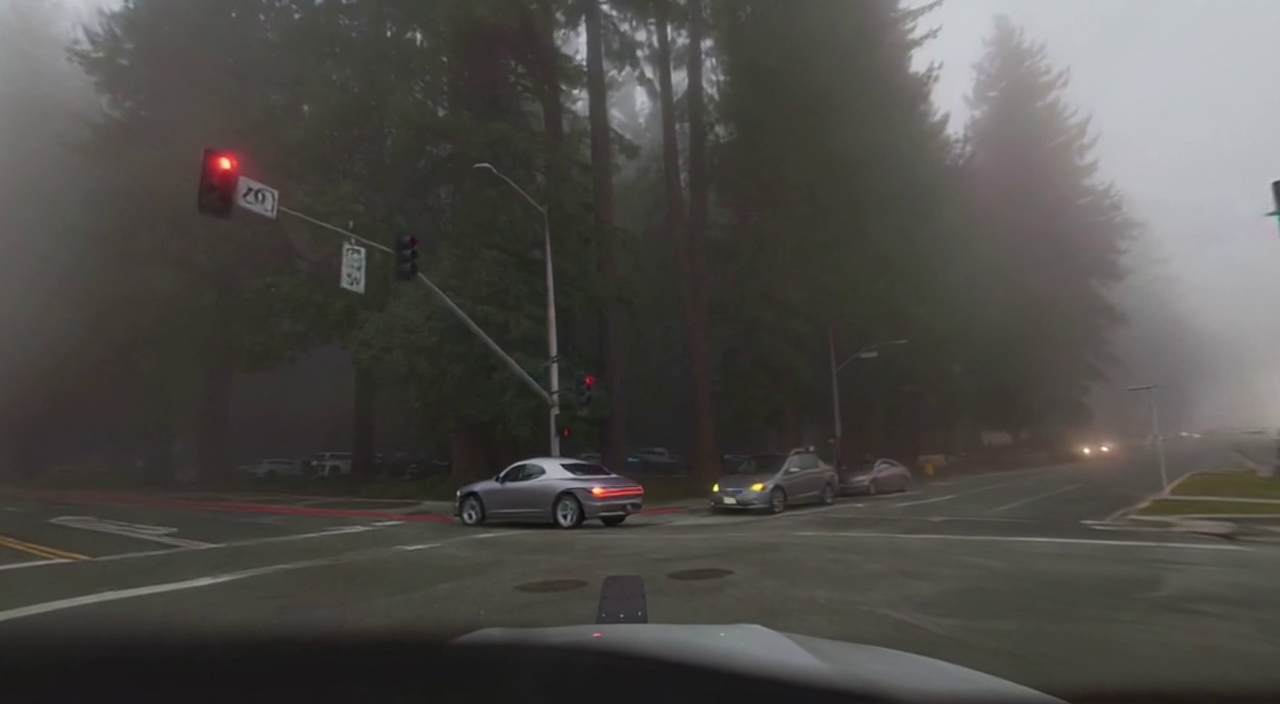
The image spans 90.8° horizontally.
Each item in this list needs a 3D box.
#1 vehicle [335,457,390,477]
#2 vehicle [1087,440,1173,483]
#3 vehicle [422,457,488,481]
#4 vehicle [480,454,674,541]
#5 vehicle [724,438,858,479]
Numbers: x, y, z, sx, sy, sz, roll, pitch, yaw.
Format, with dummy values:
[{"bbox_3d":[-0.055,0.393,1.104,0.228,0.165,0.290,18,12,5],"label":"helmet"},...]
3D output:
[{"bbox_3d":[-20.318,8.411,46.338,1.627,1.392,3.330,-5,-10,31],"label":"vehicle"},{"bbox_3d":[19.069,4.258,24.810,2.024,1.489,4.613,-5,-10,31],"label":"vehicle"},{"bbox_3d":[-11.959,7.535,40.972,1.709,1.410,3.945,-5,-10,31],"label":"vehicle"},{"bbox_3d":[-1.483,2.983,13.646,1.903,1.529,4.254,8,-12,-43],"label":"vehicle"},{"bbox_3d":[7.376,5.227,31.245,6.021,1.868,2.172,-5,-10,31],"label":"vehicle"}]
